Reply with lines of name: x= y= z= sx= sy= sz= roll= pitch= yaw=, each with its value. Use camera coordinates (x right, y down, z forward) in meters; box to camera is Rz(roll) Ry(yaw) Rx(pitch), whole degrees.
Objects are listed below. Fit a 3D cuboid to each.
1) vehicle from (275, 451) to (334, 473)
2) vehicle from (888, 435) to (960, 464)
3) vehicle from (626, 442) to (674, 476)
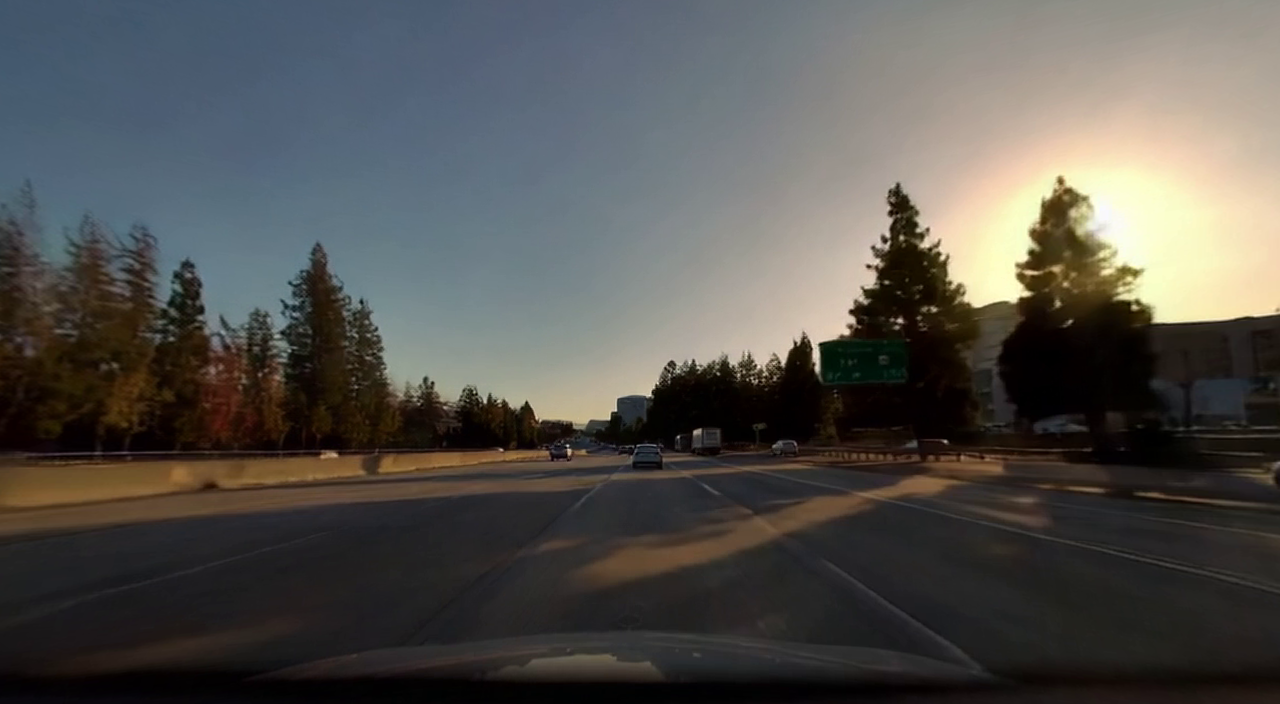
vehicle: x=-25.007 y=8.187 z=47.198 sx=1.828 sy=1.466 sz=4.519 roll=0 pitch=-8 yaw=1
vehicle: x=20.602 y=7.082 z=46.061 sx=2.304 sy=1.951 sz=5.719 roll=0 pitch=-8 yaw=-4
vehicle: x=0.401 y=5.020 z=29.853 sx=2.112 sy=1.482 sz=4.082 roll=0 pitch=-8 yaw=-1
